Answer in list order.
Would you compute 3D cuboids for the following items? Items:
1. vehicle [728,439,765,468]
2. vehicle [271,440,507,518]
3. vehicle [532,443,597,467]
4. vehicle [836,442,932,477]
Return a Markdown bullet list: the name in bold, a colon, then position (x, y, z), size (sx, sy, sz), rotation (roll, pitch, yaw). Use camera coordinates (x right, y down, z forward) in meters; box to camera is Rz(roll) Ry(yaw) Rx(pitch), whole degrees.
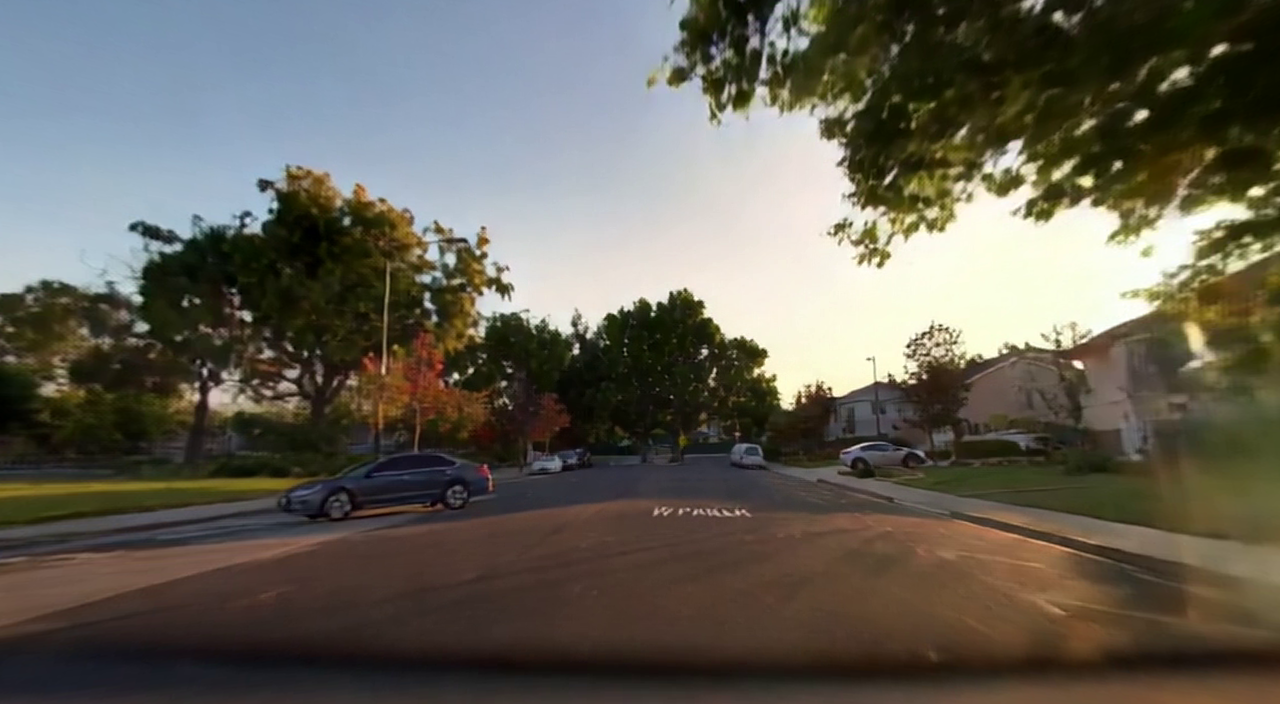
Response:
- **vehicle**: position (7.641, 7.298, 45.631), size (2.051, 1.925, 4.625), rotation (0, -8, 3)
- **vehicle**: position (-5.728, 2.845, 14.669), size (4.750, 1.559, 1.928), rotation (5, -9, -27)
- **vehicle**: position (-5.833, 7.977, 49.186), size (4.620, 1.695, 2.004), rotation (4, -11, -34)
- **vehicle**: position (13.824, 6.115, 36.043), size (4.733, 1.843, 2.005), rotation (0, -8, 6)
